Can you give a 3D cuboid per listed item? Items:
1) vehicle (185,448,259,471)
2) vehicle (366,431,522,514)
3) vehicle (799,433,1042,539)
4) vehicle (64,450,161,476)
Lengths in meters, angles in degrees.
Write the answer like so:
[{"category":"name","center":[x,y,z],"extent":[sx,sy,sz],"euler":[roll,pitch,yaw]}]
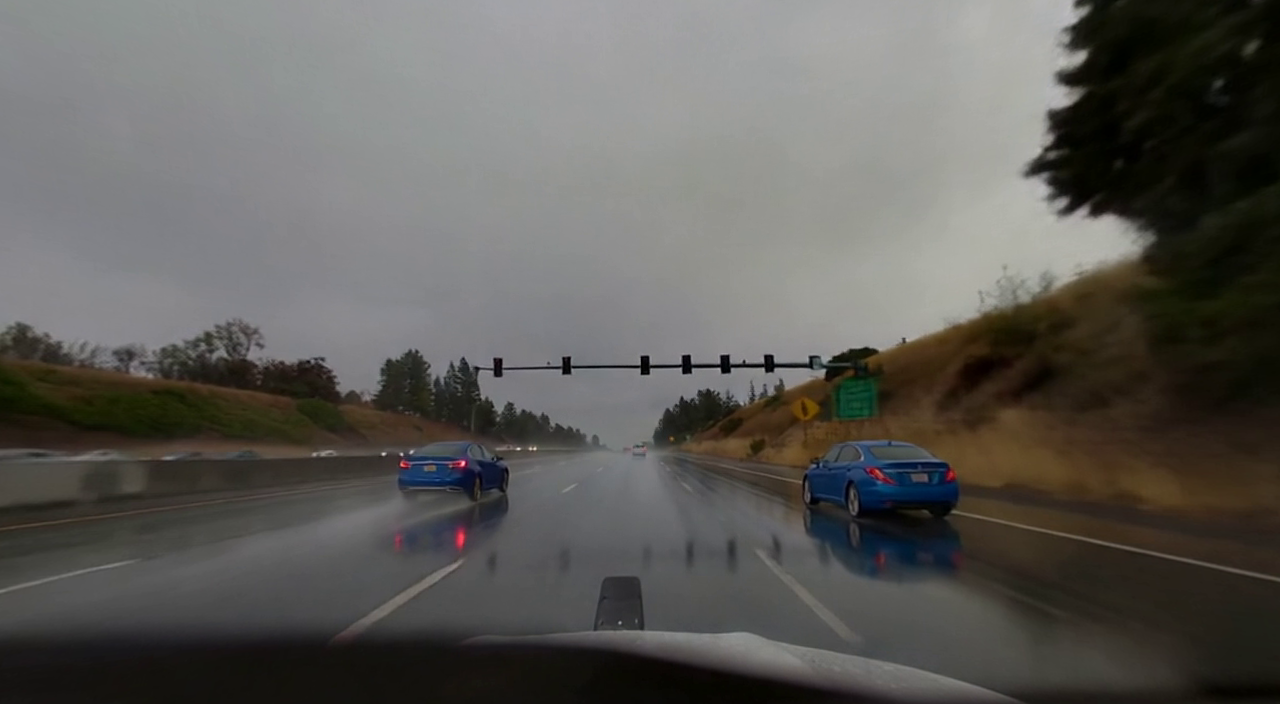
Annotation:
[{"category":"vehicle","center":[-28.723,7.393,43.440],"extent":[1.827,1.473,4.641],"euler":[0,-9,1]},{"category":"vehicle","center":[-4.067,2.578,14.002],"extent":[1.987,1.516,4.478],"euler":[0,-9,0]},{"category":"vehicle","center":[4.575,2.256,11.322],"extent":[2.049,1.481,4.774],"euler":[0,-9,-2]},{"category":"vehicle","center":[-32.875,6.921,39.421],"extent":[1.949,1.465,4.795],"euler":[0,-9,0]}]
